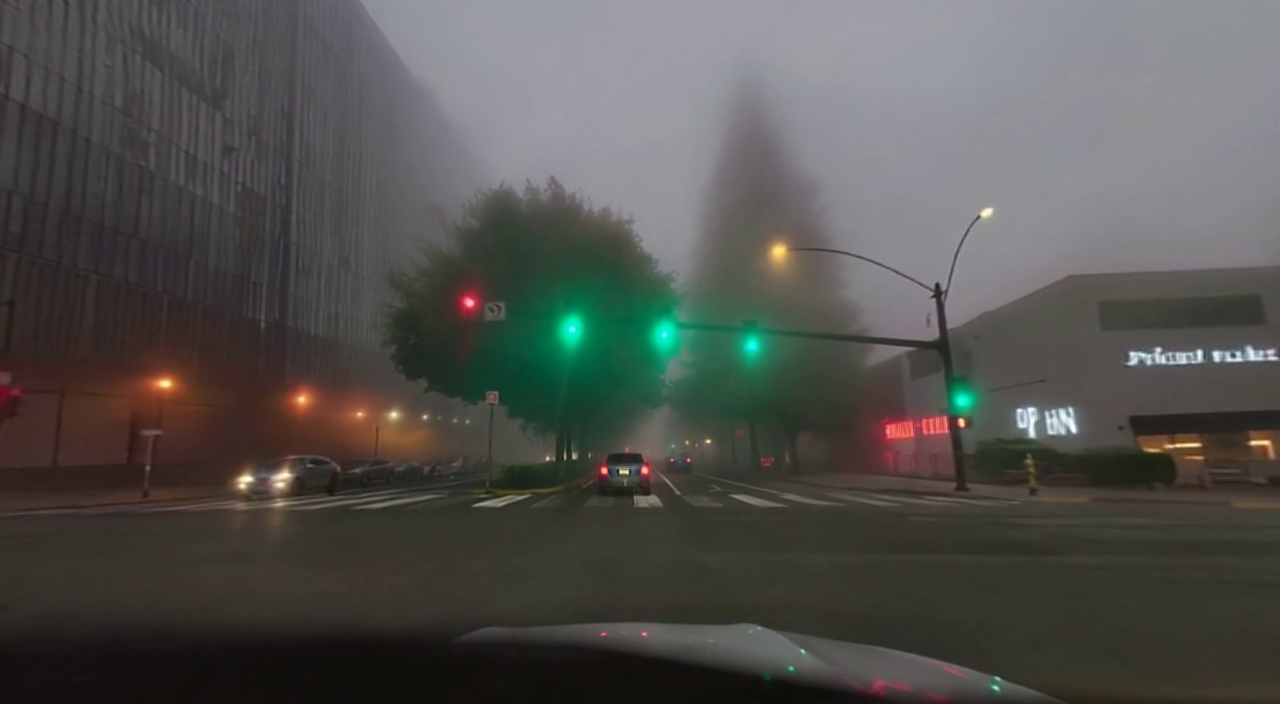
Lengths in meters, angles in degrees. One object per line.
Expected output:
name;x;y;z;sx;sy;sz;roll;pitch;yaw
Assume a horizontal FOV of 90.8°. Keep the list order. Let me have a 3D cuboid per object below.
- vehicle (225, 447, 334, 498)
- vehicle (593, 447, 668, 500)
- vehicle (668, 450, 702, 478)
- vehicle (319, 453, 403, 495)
vehicle;-15.788;5.262;28.058;2.119;1.815;4.795;-3;-7;-1
vehicle;-0.306;3.797;20.166;2.144;1.398;3.963;2;-8;-1
vehicle;3.239;8.101;46.009;2.078;1.799;4.089;1;-8;0
vehicle;-12.483;5.437;28.608;2.000;1.507;4.286;-3;-7;-2
